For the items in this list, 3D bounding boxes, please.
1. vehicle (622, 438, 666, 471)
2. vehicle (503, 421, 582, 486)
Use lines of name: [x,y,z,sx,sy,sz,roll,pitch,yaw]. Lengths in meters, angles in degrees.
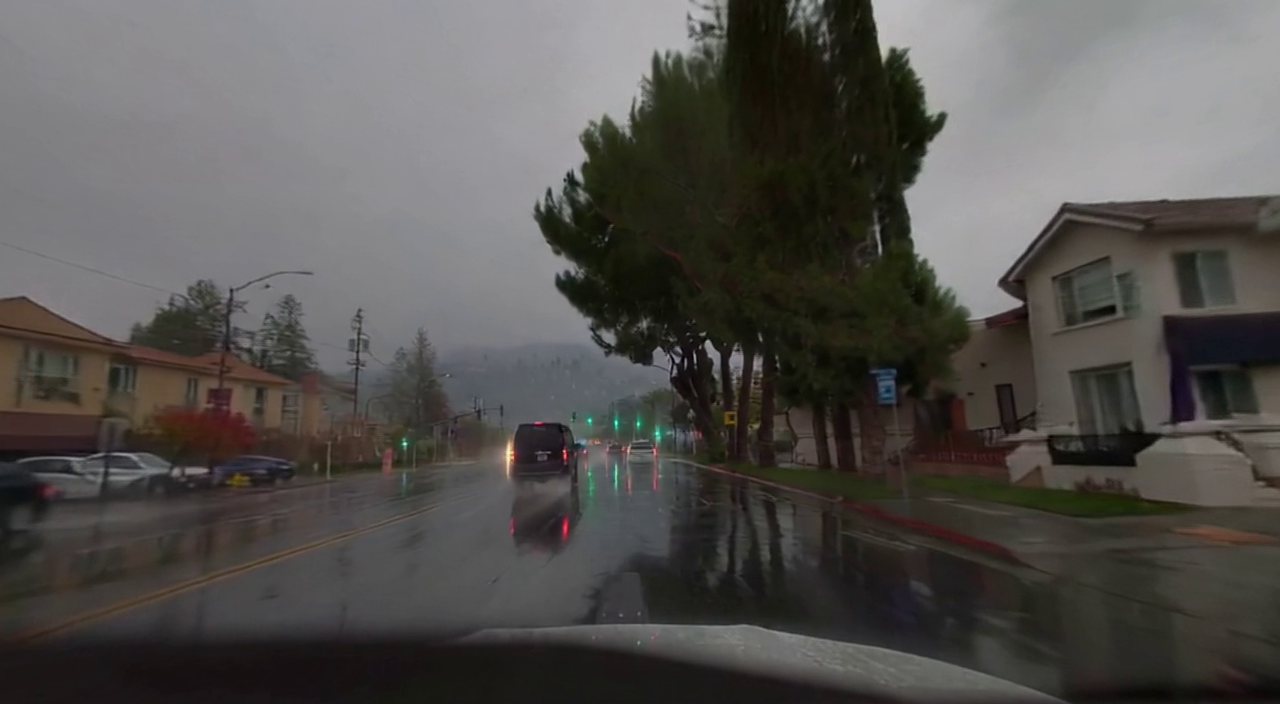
vehicle: [0.160,5.527,34.115,2.126,1.657,4.132,0,-9,-3]
vehicle: [-3.445,3.732,23.355,2.213,2.123,5.124,0,-9,-1]
